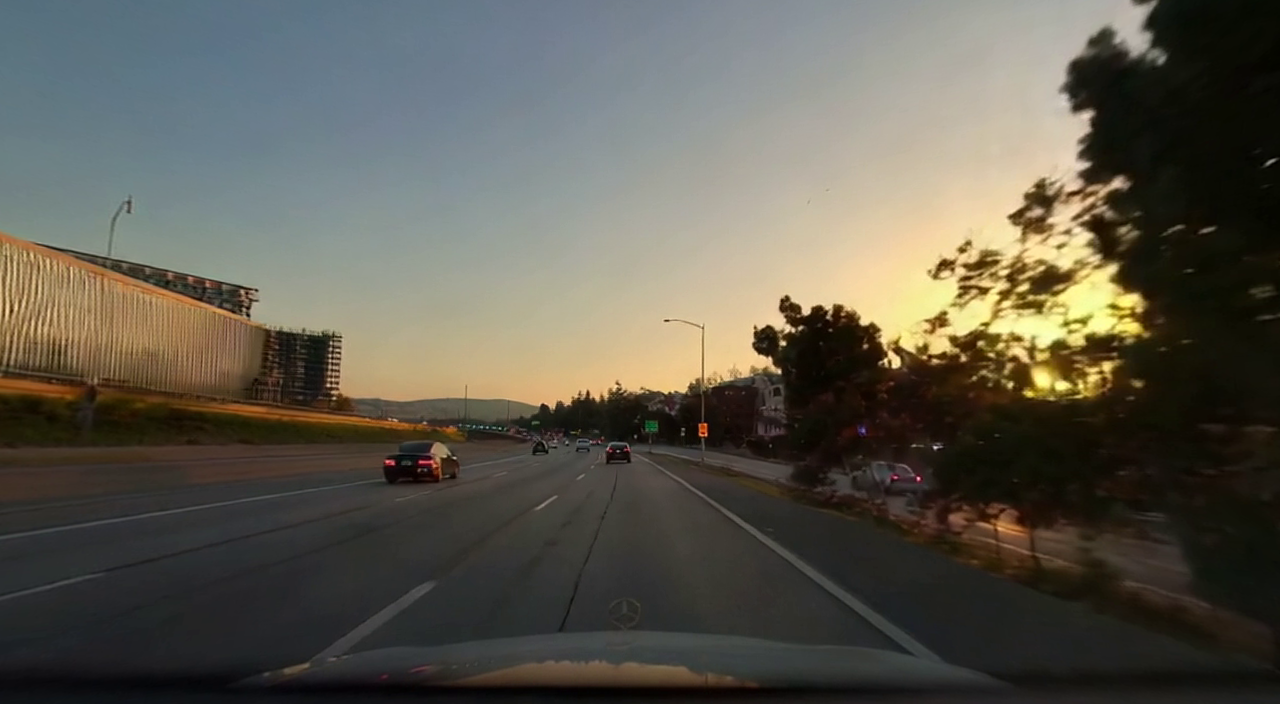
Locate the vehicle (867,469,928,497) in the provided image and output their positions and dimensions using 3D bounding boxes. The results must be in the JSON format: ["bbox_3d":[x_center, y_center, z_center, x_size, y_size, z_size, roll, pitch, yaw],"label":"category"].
[{"bbox_3d":[18.834,9.607,46.453,2.023,1.782,4.193,2,-9,-12],"label":"vehicle"}]

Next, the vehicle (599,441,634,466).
[{"bbox_3d":[-1.417,6.146,38.391,2.038,1.414,4.357,0,-9,-2],"label":"vehicle"}]

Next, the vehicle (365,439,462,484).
[{"bbox_3d":[-8.098,3.952,23.040,2.009,1.454,4.250,0,-9,-1],"label":"vehicle"}]
